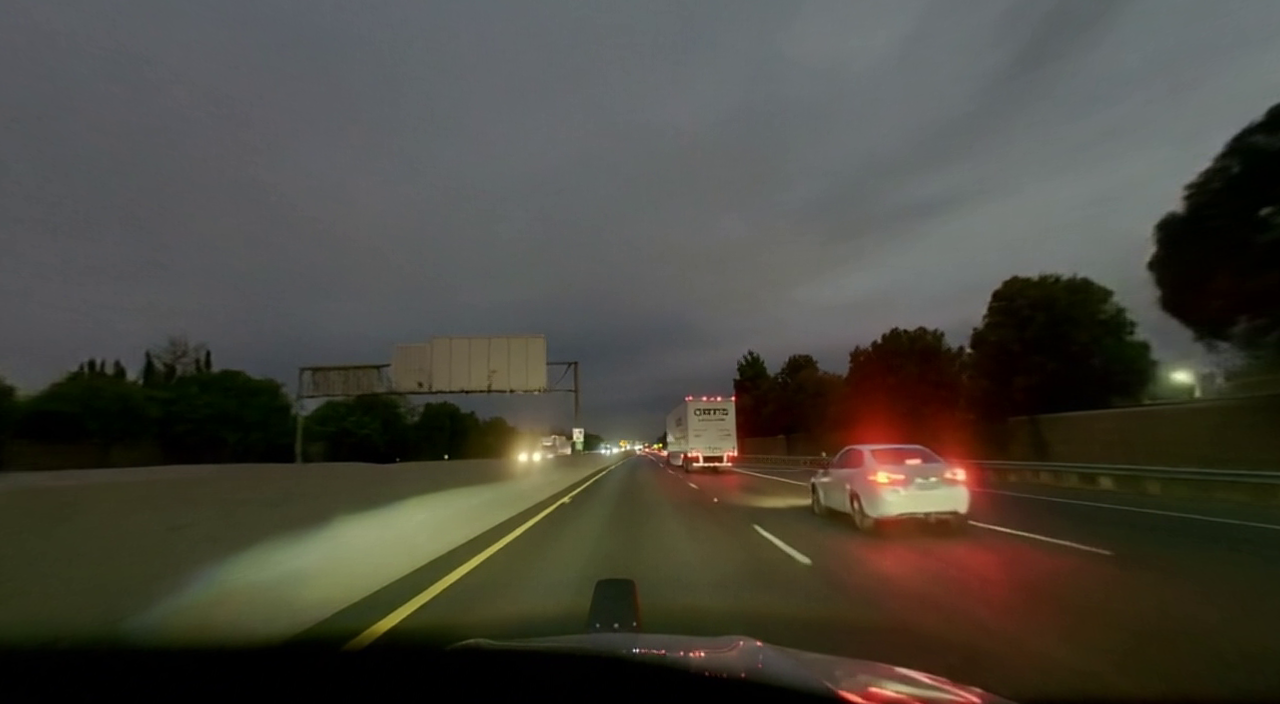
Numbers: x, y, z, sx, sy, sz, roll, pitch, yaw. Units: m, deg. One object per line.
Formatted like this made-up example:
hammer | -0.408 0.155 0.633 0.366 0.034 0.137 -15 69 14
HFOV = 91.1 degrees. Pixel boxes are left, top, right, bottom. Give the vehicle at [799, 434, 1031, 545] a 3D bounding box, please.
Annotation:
vehicle | 4.219 2.174 10.546 1.917 1.471 4.149 0 -9 -1

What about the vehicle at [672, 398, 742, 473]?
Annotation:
vehicle | 3.965 5.642 41.199 2.926 4.060 14.068 0 -9 0
